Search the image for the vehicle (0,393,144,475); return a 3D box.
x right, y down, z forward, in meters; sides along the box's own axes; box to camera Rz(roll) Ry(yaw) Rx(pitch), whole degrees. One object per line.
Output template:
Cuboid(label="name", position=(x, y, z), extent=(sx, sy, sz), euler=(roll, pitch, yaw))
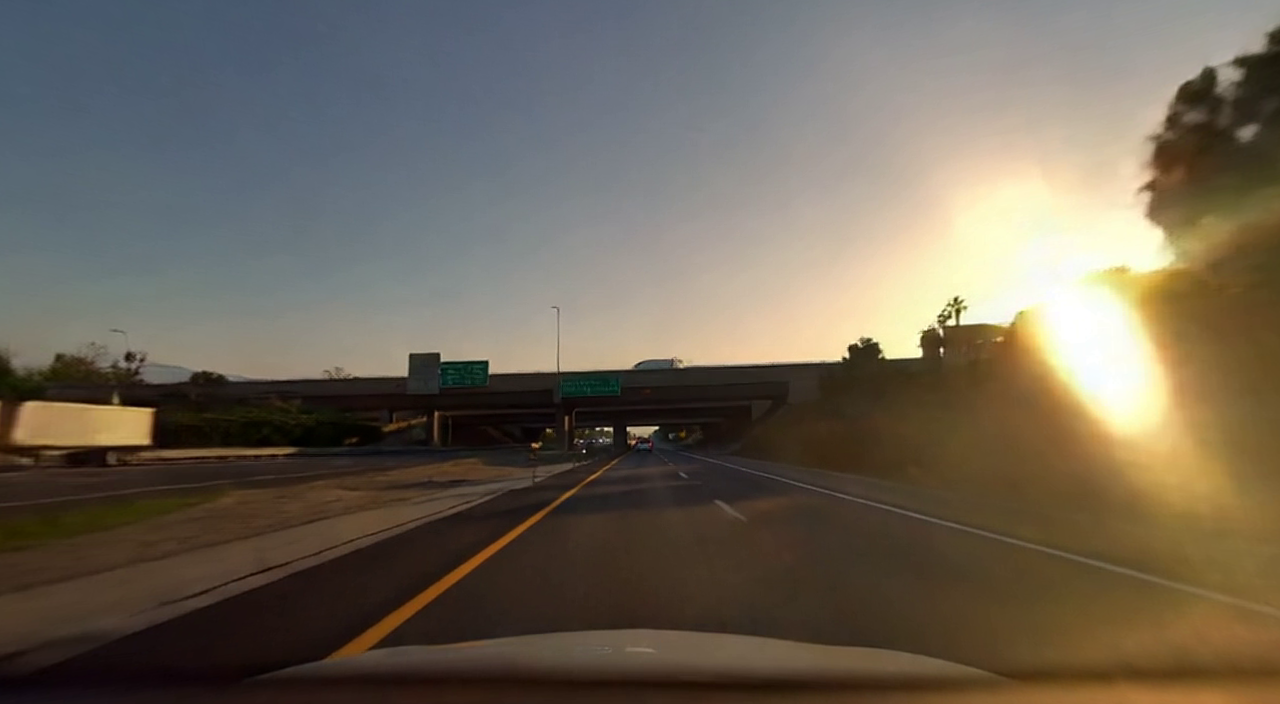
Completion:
Cuboid(label="vehicle", position=(-33.223, 4.555, 34.460), extent=(2.980, 4.029, 11.146), euler=(0, -8, 1))
